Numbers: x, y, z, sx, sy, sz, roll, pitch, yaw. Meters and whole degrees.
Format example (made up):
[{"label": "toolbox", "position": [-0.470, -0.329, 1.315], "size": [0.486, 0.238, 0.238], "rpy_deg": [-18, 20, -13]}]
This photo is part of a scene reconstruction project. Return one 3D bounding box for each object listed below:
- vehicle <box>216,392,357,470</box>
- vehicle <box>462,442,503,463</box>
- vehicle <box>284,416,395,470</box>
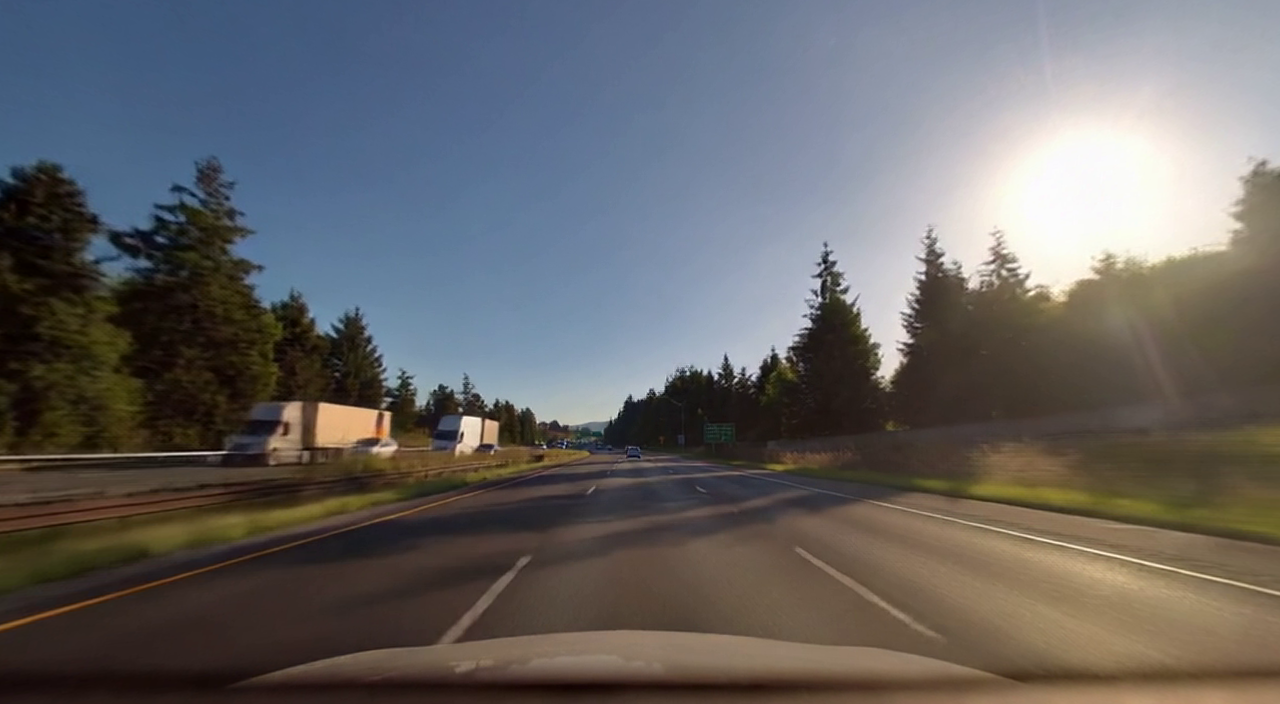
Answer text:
[{"label": "vehicle", "position": [-19.305, 4.497, 35.273], "size": [3.262, 3.832, 7.945], "rpy_deg": [0, -9, -1]}, {"label": "vehicle", "position": [-11.770, 7.545, 47.320], "size": [1.992, 1.503, 4.414], "rpy_deg": [0, -9, -1]}, {"label": "vehicle", "position": [-15.278, 4.730, 32.694], "size": [2.524, 2.474, 6.600], "rpy_deg": [0, -9, 0]}]
